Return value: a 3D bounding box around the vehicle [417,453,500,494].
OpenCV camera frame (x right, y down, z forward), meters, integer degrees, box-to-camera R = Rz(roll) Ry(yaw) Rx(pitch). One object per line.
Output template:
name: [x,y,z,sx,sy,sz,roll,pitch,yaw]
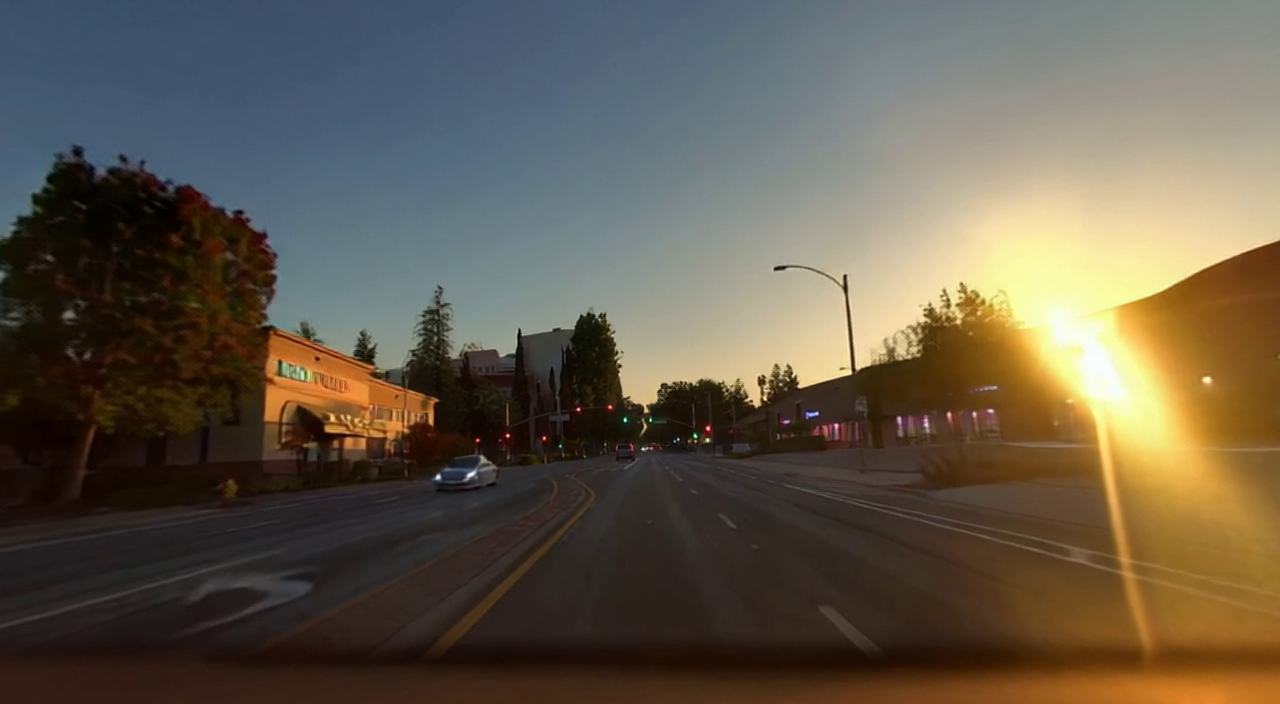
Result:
vehicle: [-7.194,4.856,25.536,1.954,1.451,4.536,0,-8,1]
